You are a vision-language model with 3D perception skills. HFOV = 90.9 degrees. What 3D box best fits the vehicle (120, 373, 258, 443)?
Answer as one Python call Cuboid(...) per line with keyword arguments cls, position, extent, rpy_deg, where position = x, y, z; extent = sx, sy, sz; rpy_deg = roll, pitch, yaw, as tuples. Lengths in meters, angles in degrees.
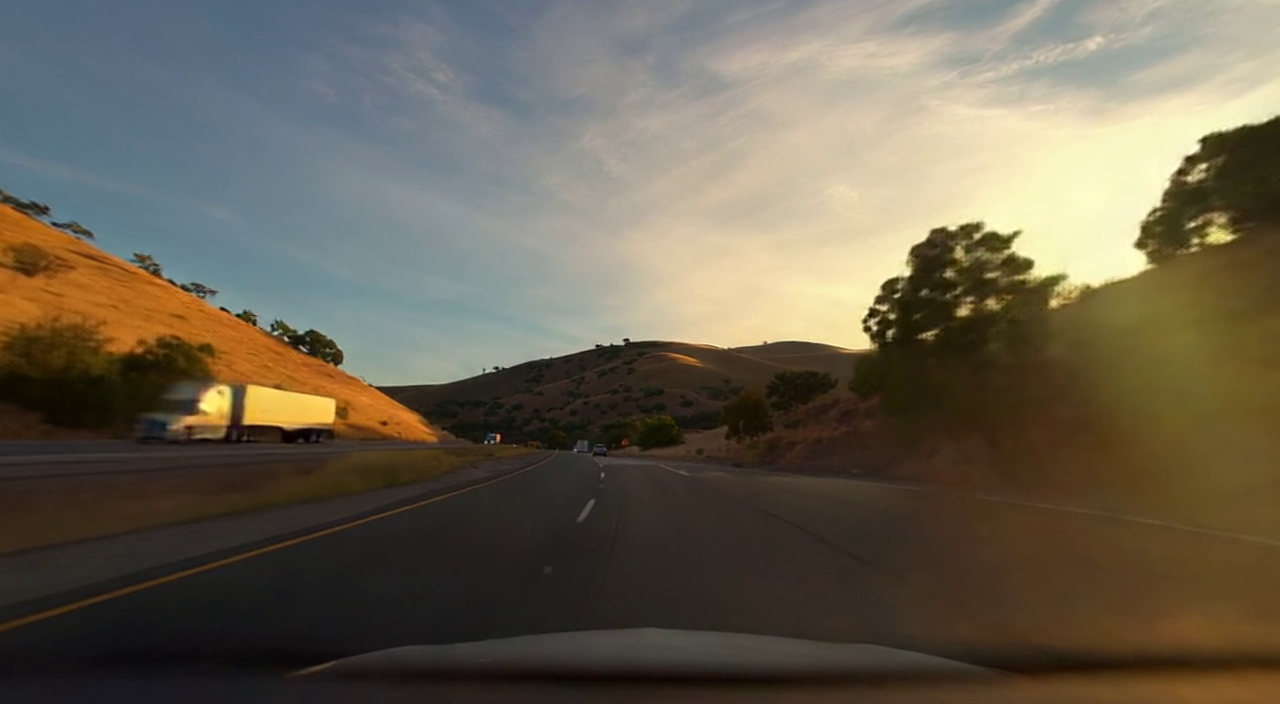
Cuboid(cls="vehicle", position=(-28.565, 3.838, 40.570), extent=(3.019, 3.990, 8.225), rpy_deg=(1, -9, -3))
